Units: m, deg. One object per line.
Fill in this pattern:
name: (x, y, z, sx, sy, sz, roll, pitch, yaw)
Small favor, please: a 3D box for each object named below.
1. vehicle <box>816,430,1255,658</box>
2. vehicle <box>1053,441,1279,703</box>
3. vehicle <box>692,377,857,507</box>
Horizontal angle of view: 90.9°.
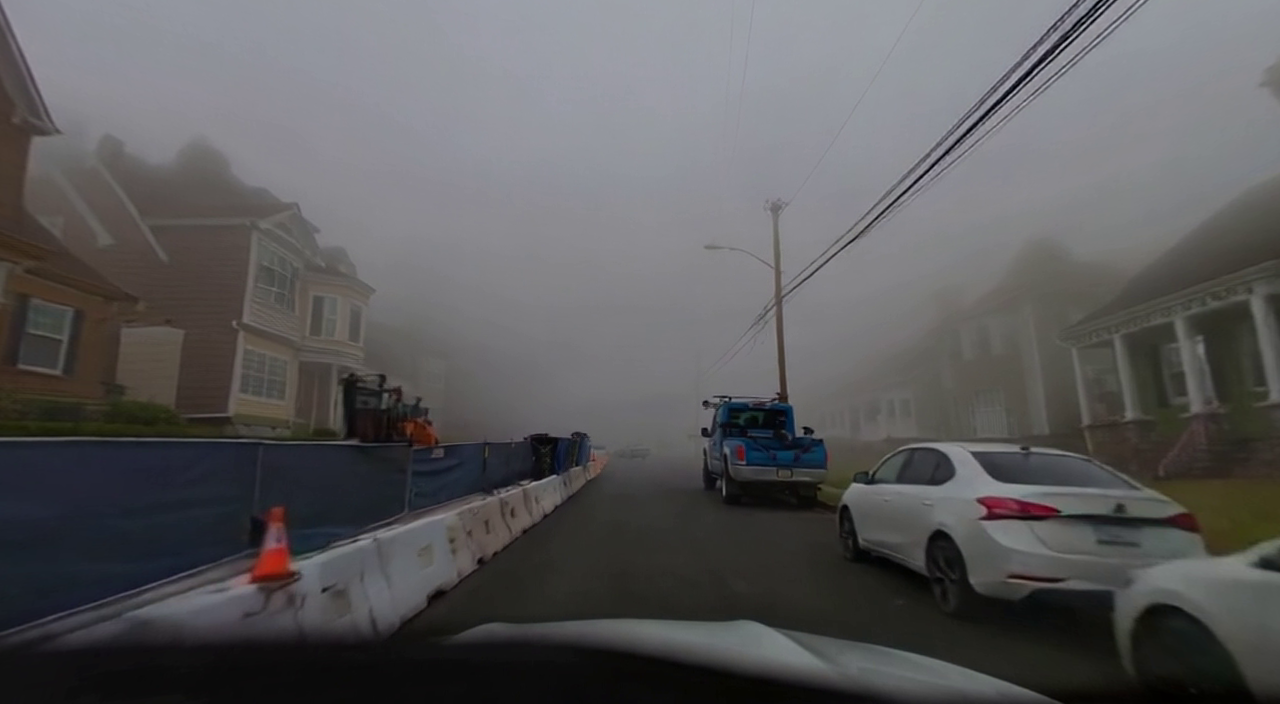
vehicle: (3.252, 1.577, 6.284, 1.821, 1.530, 3.846, 0, -8, -1)
vehicle: (3.414, 0.967, 1.630, 1.805, 1.436, 4.201, 0, -8, 0)
vehicle: (3.164, 2.355, 16.784, 2.879, 2.801, 6.142, 0, -8, -1)
